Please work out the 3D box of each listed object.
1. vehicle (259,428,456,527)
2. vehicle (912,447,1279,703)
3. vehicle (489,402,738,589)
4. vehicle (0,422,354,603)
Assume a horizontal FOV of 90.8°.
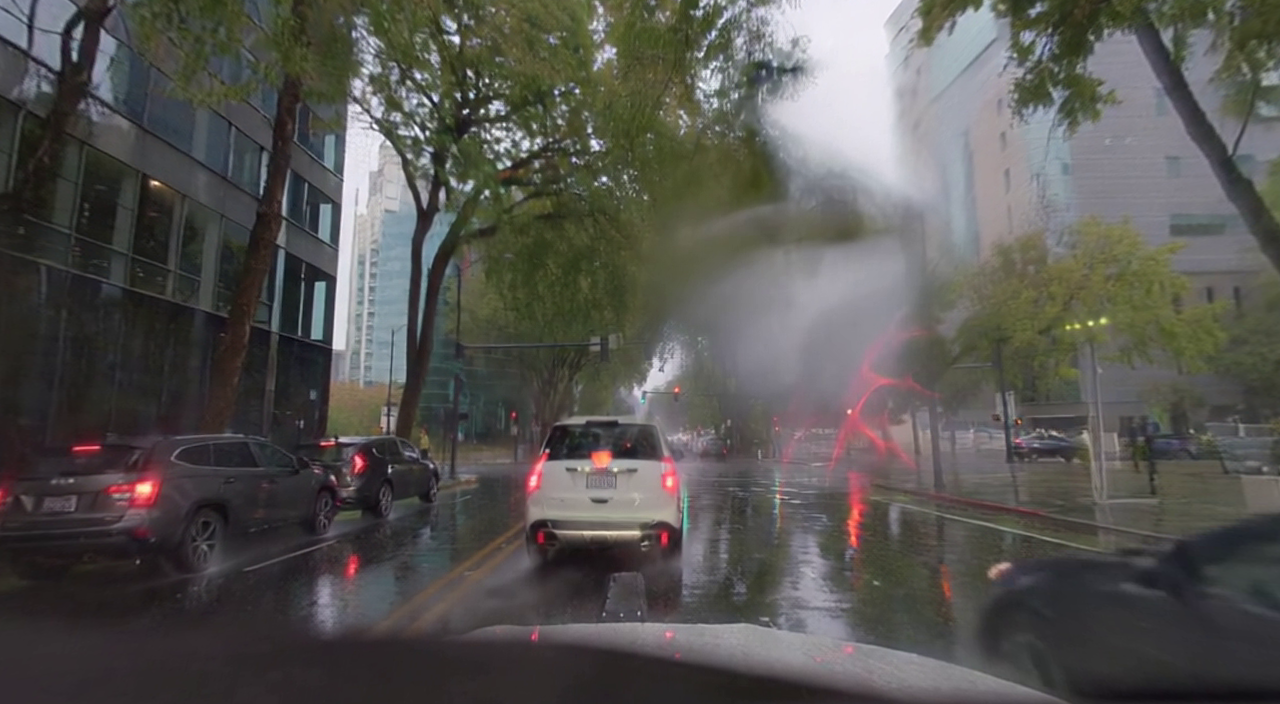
[{"bbox_3d":[-5.873,2.652,13.969,2.077,1.791,4.751,0,-9,1],"label":"vehicle"},{"bbox_3d":[2.479,0.883,1.269,1.882,1.354,4.749,0,-9,2],"label":"vehicle"},{"bbox_3d":[-0.228,1.599,7.785,2.258,1.687,3.934,0,-9,1],"label":"vehicle"},{"bbox_3d":[-5.751,1.856,8.287,1.904,1.684,4.529,0,-9,-1],"label":"vehicle"}]
